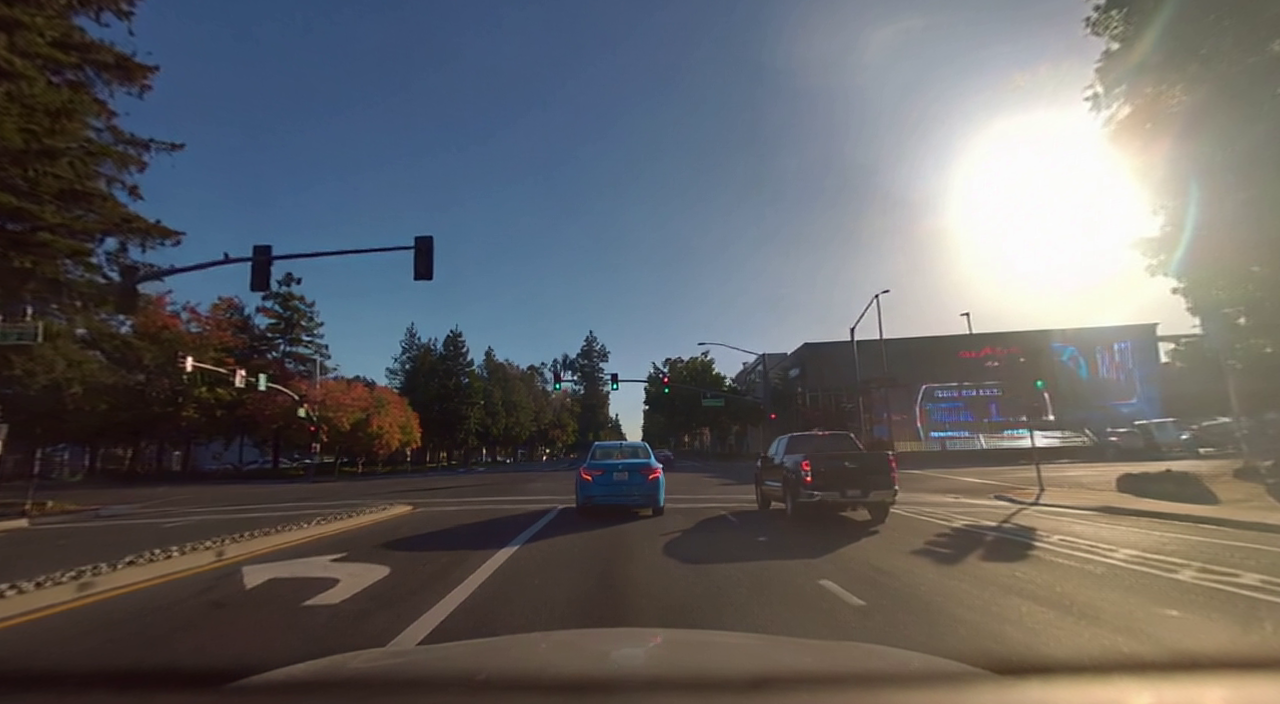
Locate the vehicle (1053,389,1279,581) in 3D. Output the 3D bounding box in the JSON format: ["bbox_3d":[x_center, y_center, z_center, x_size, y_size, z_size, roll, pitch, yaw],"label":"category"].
[{"bbox_3d":[7.580,1.411,6.850,2.240,1.923,5.678,0,-8,-1],"label":"vehicle"}]

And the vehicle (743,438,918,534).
[{"bbox_3d":[3.506,2.534,12.707,1.955,1.550,4.587,0,-8,-2],"label":"vehicle"}]

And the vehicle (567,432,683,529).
[{"bbox_3d":[-0.285,2.534,12.980,2.037,1.674,3.693,0,-8,-1],"label":"vehicle"}]
